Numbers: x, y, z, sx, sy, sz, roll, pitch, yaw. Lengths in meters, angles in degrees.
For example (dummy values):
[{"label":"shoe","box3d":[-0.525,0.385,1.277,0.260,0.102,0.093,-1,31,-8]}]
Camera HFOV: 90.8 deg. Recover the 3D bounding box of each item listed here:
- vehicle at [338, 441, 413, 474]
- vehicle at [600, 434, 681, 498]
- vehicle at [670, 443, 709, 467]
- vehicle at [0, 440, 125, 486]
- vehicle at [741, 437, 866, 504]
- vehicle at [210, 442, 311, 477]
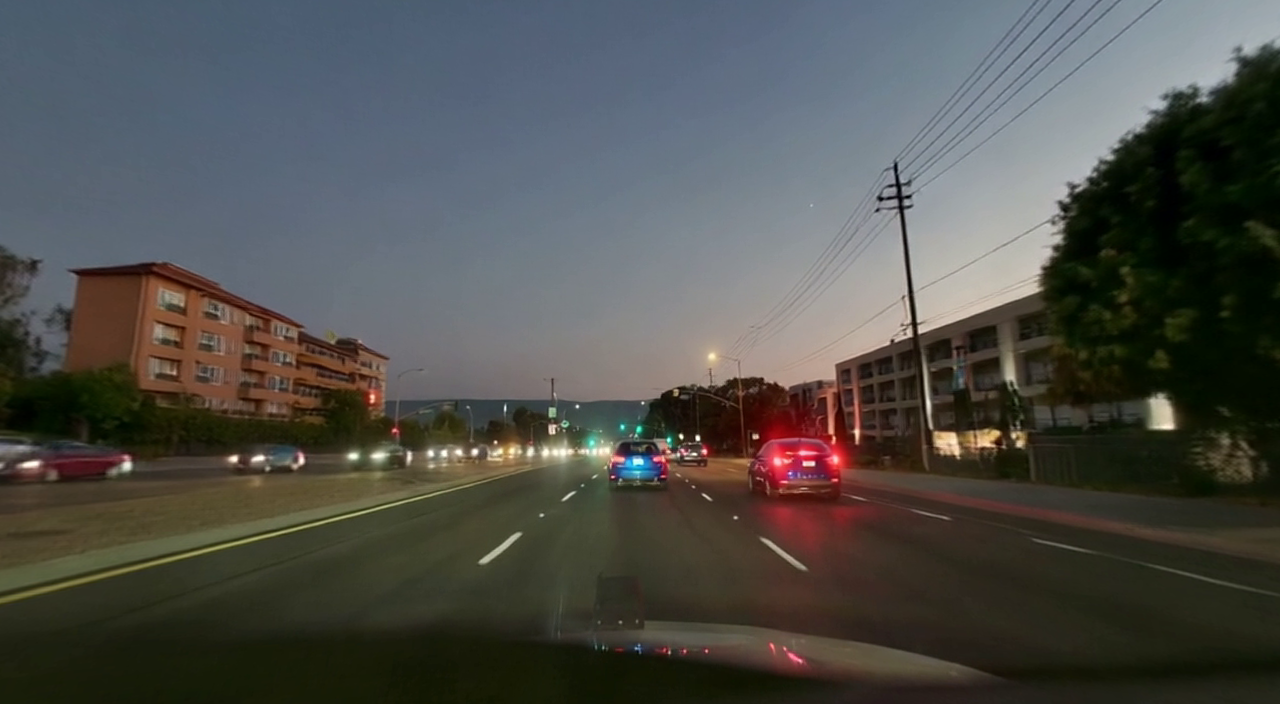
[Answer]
[{"label":"vehicle","box3d":[-13.647,5.478,32.929,1.981,1.572,4.575,0,-8,0]},{"label":"vehicle","box3d":[-0.043,3.230,18.253,2.073,1.606,3.933,0,-8,-1]},{"label":"vehicle","box3d":[3.198,6.757,41.503,2.054,1.461,4.321,0,-8,-2]},{"label":"vehicle","box3d":[-21.652,4.015,23.158,1.821,1.485,4.393,0,-8,1]},{"label":"vehicle","box3d":[4.165,3.094,16.963,2.086,1.534,4.351,0,-8,-1]},{"label":"vehicle","box3d":[-17.330,4.899,29.131,1.873,1.459,4.447,0,-8,0]}]
